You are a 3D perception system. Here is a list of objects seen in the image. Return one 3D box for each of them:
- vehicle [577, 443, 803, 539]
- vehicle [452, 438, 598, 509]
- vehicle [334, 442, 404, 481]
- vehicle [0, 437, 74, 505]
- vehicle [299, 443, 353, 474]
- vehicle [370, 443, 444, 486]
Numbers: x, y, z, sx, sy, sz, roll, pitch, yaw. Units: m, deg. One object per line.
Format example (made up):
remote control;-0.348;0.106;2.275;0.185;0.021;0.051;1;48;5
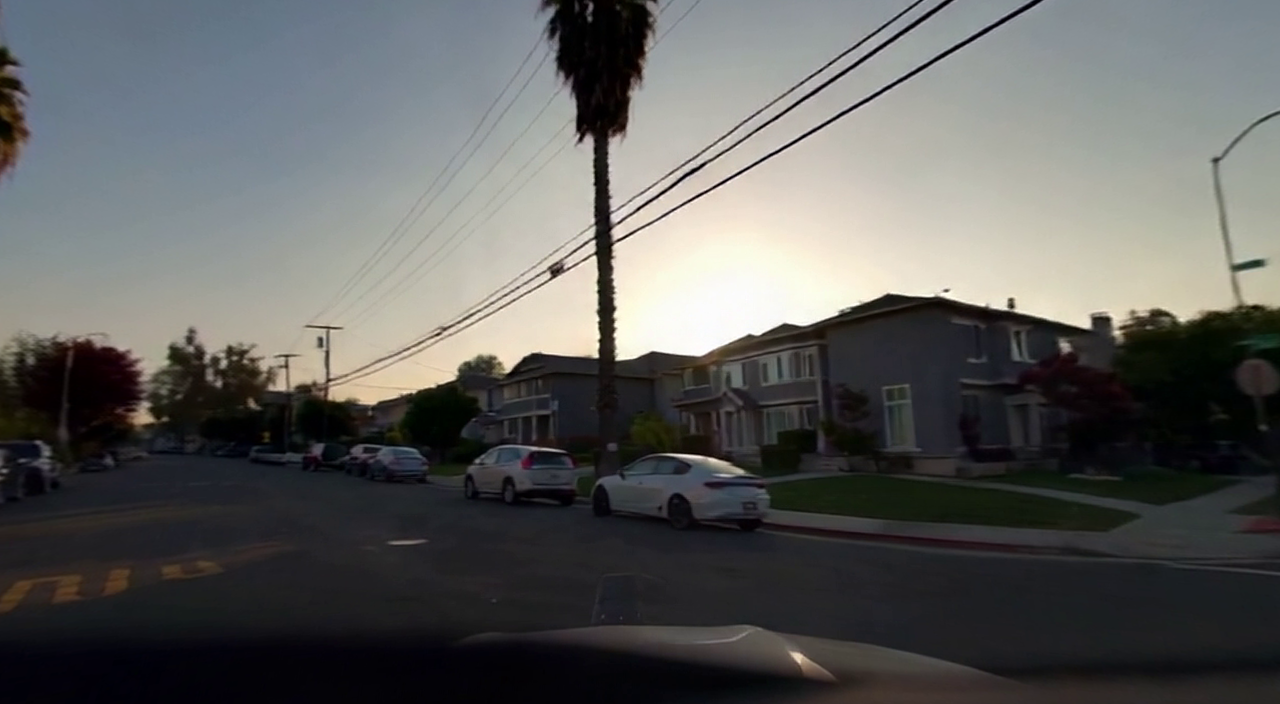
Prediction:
vehicle;0.698;2.442;11.891;1.786;1.437;4.448;6;-10;-35
vehicle;-3.221;3.179;17.056;1.943;1.623;4.471;7;-11;-38
vehicle;-13.635;5.411;31.642;1.922;1.761;4.633;7;-11;-39
vehicle;-20.344;3.780;20.507;2.300;1.943;5.744;6;-10;-36
vehicle;-20.310;6.814;40.750;2.115;1.826;4.871;6;-11;-37
vehicle;-10.062;4.748;27.051;1.894;1.675;4.294;6;-10;-34
